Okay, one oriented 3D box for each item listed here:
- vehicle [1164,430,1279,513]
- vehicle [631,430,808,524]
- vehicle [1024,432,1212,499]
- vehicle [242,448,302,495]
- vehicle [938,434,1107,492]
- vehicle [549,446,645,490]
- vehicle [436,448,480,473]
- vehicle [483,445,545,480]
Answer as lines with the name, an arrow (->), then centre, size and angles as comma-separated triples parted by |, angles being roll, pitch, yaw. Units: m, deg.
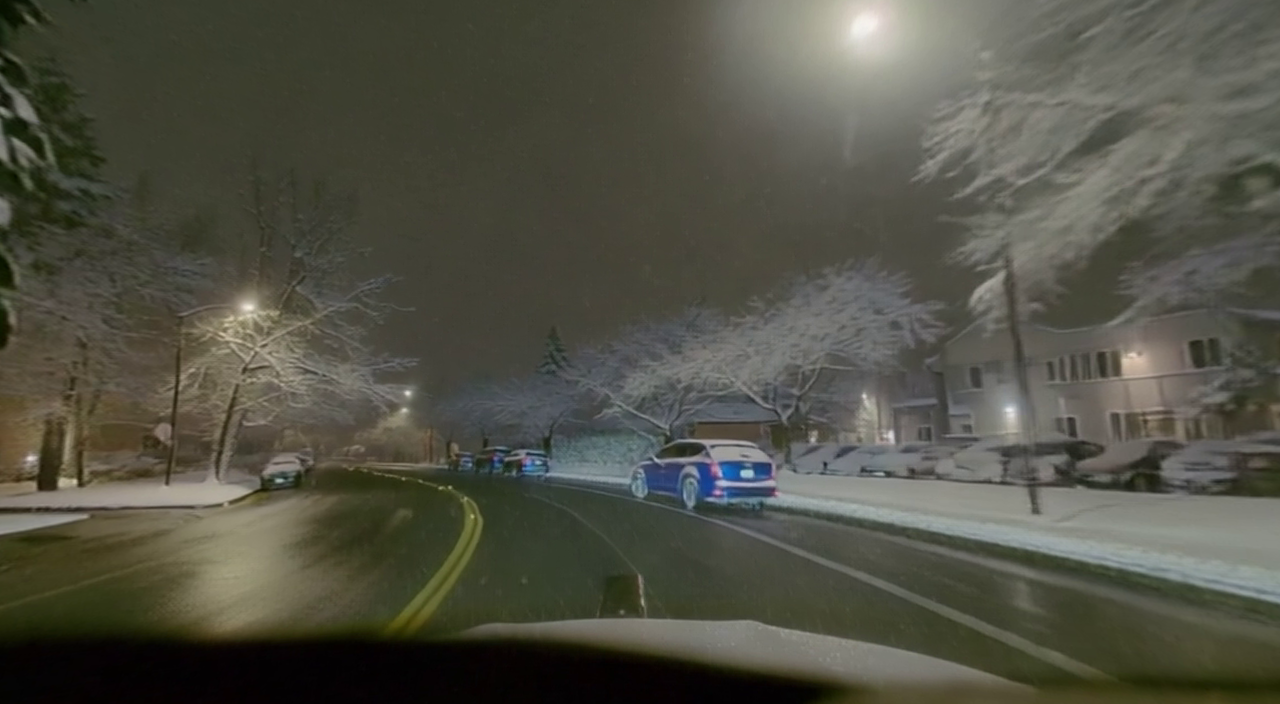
vehicle -> 14.043, 2.560, 14.070 | 4.243, 1.470, 2.010 | 0, -10, -28
vehicle -> 1.638, 2.827, 15.372 | 2.042, 1.817, 5.202 | 3, -7, -21
vehicle -> 12.277, 2.876, 16.244 | 4.225, 1.517, 2.036 | 5, -10, -26
vehicle -> -17.227, 5.530, 29.786 | 2.154, 1.870, 5.118 | 1, -8, -27
vehicle -> 11.241, 3.237, 18.560 | 4.433, 1.513, 2.001 | 4, -10, -25
vehicle -> -1.786, 4.444, 24.695 | 2.053, 1.519, 4.611 | 5, -10, -28
vehicle -> -14.184, 8.362, 48.946 | 2.137, 1.814, 5.303 | 5, -10, -27
vehicle -> -6.992, 6.025, 34.741 | 2.055, 1.731, 4.686 | 5, -10, -27
